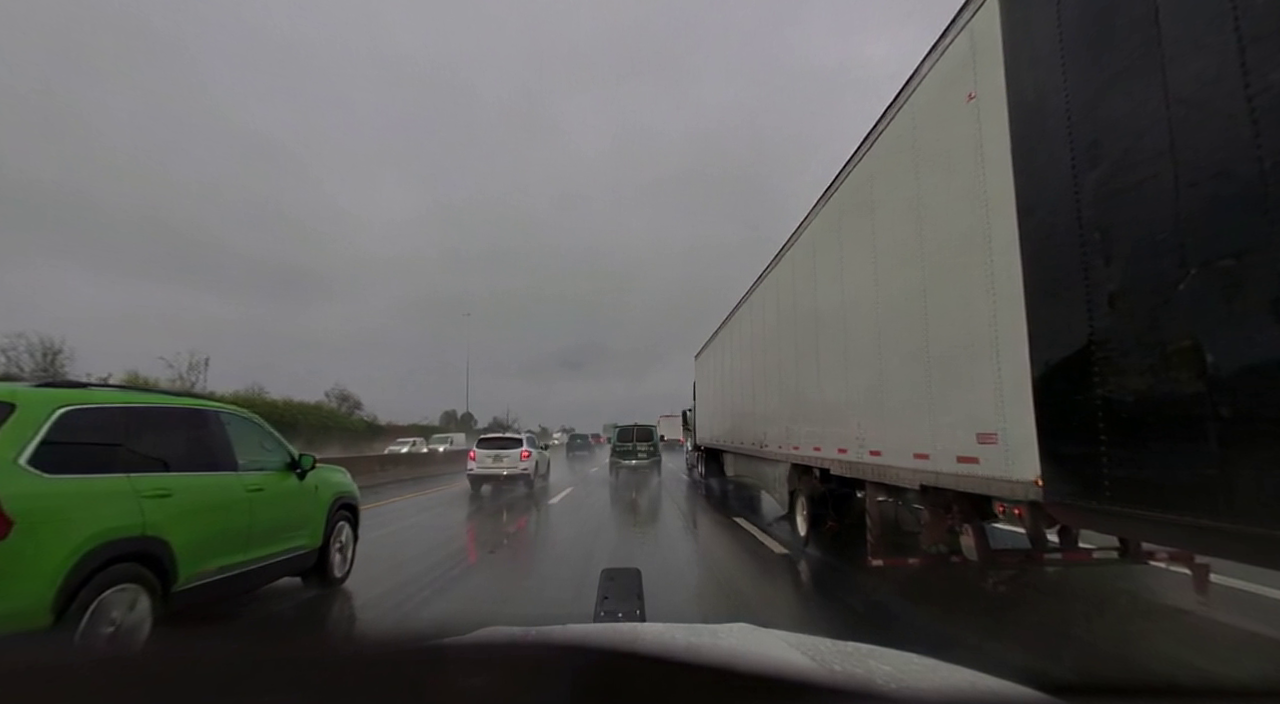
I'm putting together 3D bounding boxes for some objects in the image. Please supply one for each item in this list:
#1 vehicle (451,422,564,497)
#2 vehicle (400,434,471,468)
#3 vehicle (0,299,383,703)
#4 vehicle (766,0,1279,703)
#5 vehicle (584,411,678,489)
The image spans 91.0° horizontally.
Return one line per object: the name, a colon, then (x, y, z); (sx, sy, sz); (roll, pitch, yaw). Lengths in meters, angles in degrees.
vehicle: (-3.533, 2.974, 17.801); (2.120, 1.812, 4.659); (0, -8, 1)
vehicle: (-11.954, 5.862, 37.297); (2.244, 1.830, 5.693); (0, -8, 1)
vehicle: (-3.352, 0.844, 2.999); (2.193, 1.803, 4.958); (0, -8, -1)
vehicle: (3.599, -0.356, 2.687); (2.852, 4.121, 16.210); (0, -8, 0)
vehicle: (-0.304, 3.264, 21.181); (2.704, 2.216, 5.804); (0, -8, -1)
